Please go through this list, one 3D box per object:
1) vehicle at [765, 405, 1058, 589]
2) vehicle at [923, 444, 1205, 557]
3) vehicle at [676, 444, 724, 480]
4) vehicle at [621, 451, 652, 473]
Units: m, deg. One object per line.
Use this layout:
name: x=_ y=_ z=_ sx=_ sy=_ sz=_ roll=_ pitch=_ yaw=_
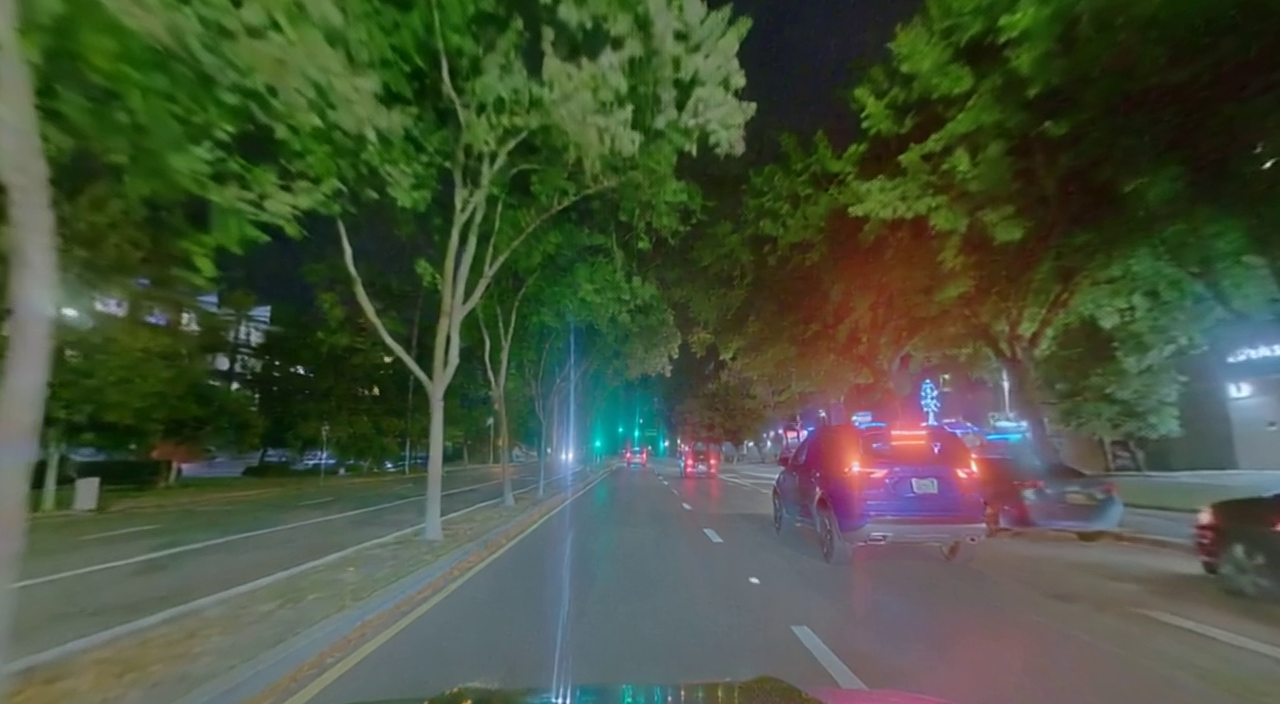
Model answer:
vehicle: x=3.222 y=1.827 z=8.708 sx=2.033 sy=1.865 sz=4.360 roll=0 pitch=-9 yaw=-1
vehicle: x=7.225 y=2.525 z=11.506 sx=1.901 sy=1.620 sz=4.565 roll=0 pitch=-9 yaw=-1
vehicle: x=3.206 y=6.030 z=34.844 sx=2.085 sy=1.828 sz=5.383 roll=0 pitch=-9 yaw=0
vehicle: x=-0.234 y=7.731 z=44.566 sx=2.131 sy=1.474 sz=4.146 roll=0 pitch=-9 yaw=0
